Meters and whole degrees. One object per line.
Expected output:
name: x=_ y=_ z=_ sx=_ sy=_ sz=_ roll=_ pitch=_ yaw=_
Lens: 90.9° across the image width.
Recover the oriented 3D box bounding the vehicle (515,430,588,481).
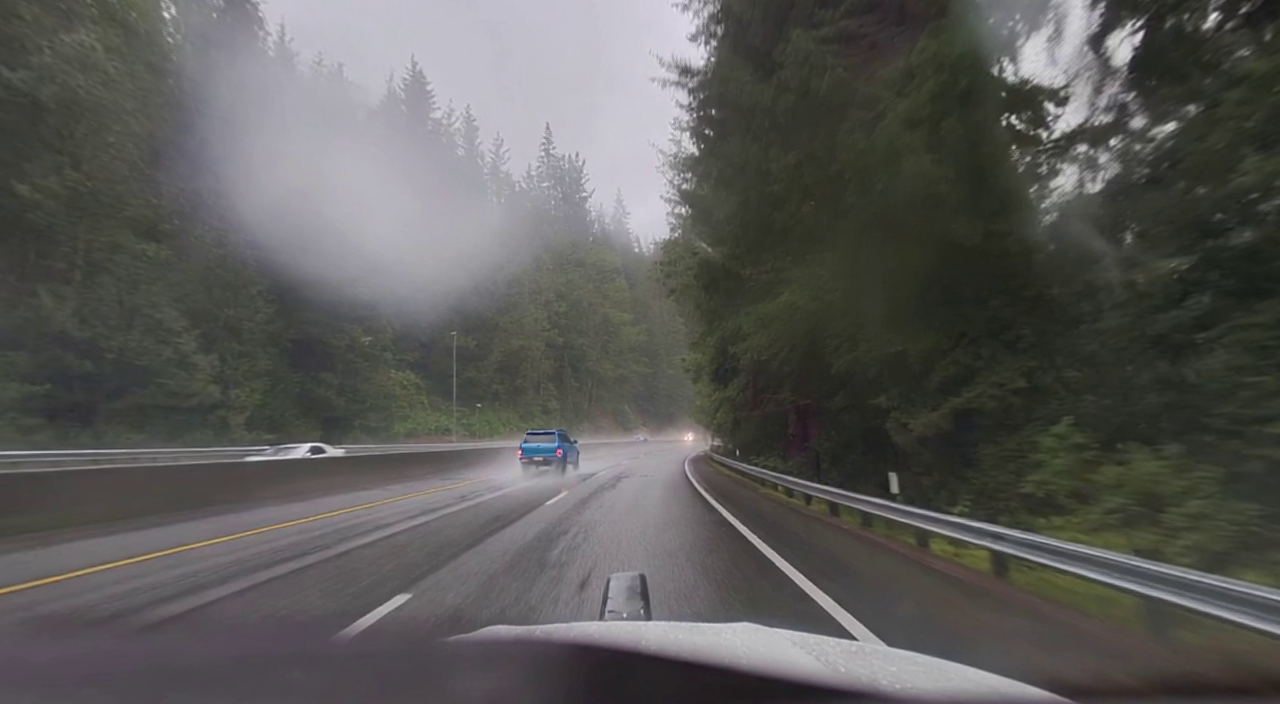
vehicle: x=-3.281 y=3.952 z=24.316 sx=2.005 sy=1.752 sz=4.479 roll=-1 pitch=-8 yaw=2

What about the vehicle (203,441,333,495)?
vehicle: x=-13.053 y=4.062 z=22.488 sx=1.954 sy=1.700 sz=4.211 roll=-1 pitch=-8 yaw=2
